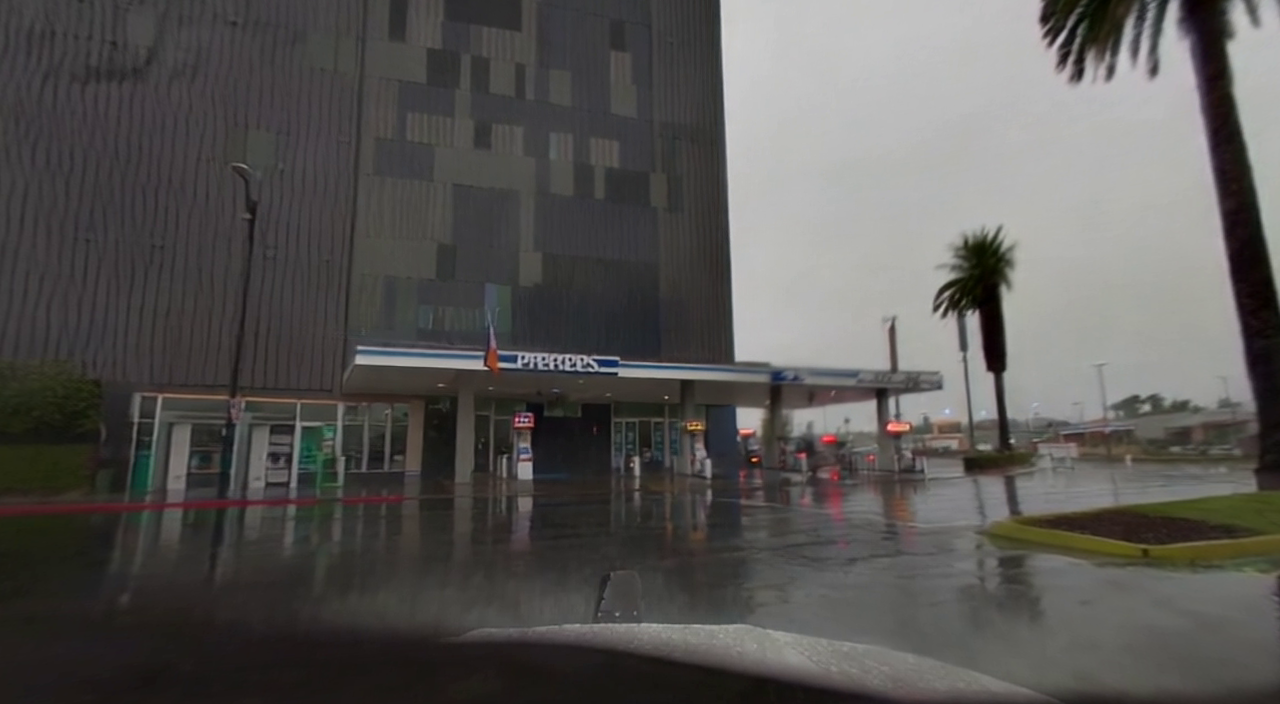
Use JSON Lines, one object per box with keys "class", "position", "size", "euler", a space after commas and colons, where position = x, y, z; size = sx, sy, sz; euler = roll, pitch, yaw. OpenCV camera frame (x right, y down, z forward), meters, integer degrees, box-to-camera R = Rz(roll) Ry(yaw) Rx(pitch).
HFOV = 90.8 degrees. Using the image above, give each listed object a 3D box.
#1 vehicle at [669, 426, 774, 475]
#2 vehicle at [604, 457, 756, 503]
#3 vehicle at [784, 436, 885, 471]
{"class": "vehicle", "position": [4.725, 5.692, 36.541], "size": [5.524, 2.504, 2.196], "euler": [6, -8, -18]}
{"class": "vehicle", "position": [1.333, 4.238, 21.206], "size": [4.782, 1.371, 1.763], "euler": [4, -9, -22]}
{"class": "vehicle", "position": [14.289, 7.477, 46.479], "size": [7.026, 2.329, 2.545], "euler": [4, -7, -21]}
